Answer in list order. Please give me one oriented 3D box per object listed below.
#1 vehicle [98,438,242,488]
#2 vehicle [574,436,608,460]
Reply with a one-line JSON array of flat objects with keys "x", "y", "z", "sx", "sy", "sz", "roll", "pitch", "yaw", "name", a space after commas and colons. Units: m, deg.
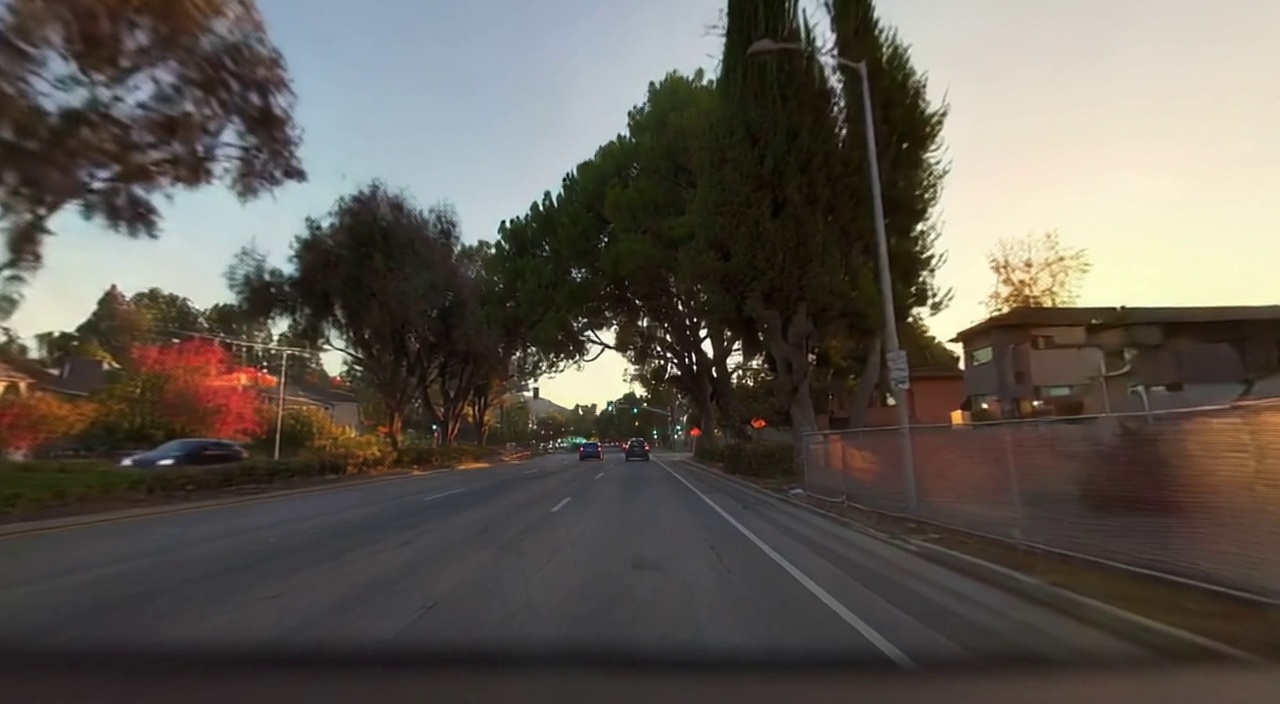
[{"x": -17.550, "y": 4.137, "z": 23.855, "sx": 1.986, "sy": 1.711, "sz": 4.379, "roll": 0, "pitch": -9, "yaw": 1, "name": "vehicle"}, {"x": -3.645, "y": 7.279, "z": 47.765, "sx": 2.198, "sy": 1.663, "sz": 4.519, "roll": 0, "pitch": -8, "yaw": 0, "name": "vehicle"}]
